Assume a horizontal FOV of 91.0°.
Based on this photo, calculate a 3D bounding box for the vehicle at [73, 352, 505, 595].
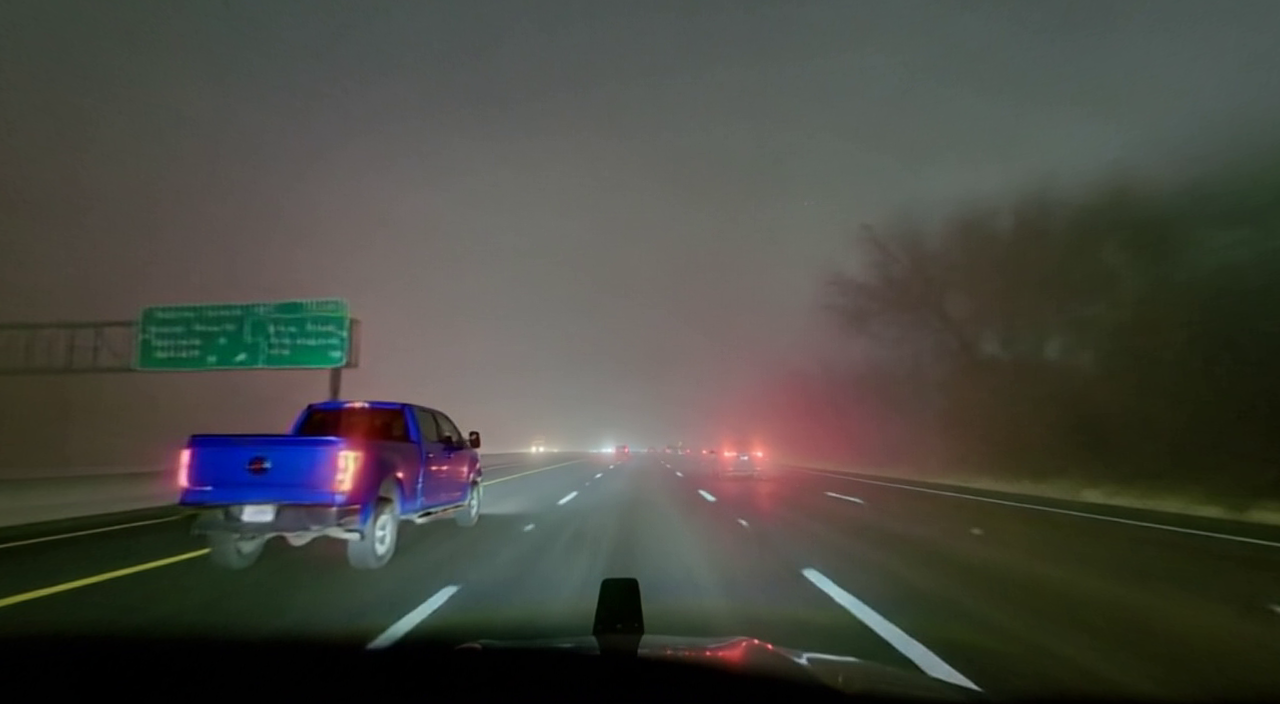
[{"bbox_3d":[-3.861,1.569,8.952,2.496,2.203,6.317,0,-9,0],"label":"vehicle"}]

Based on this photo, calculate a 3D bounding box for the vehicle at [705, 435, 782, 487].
[{"bbox_3d":[3.614,3.907,22.861,2.095,1.668,4.135,0,-9,0],"label":"vehicle"}]
